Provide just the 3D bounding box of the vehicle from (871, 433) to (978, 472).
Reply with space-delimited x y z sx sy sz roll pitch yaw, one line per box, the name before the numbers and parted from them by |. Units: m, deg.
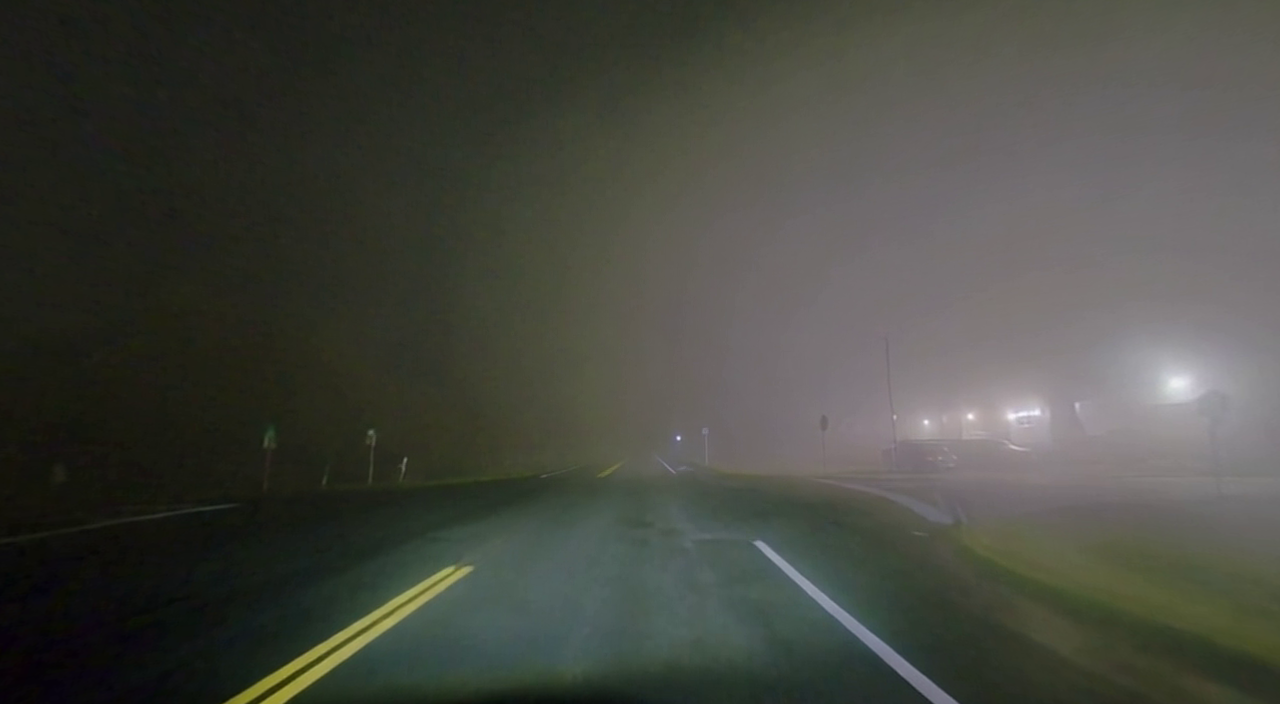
vehicle | 14.440 5.117 32.350 2.037 1.829 4.919 3 -9 -21
